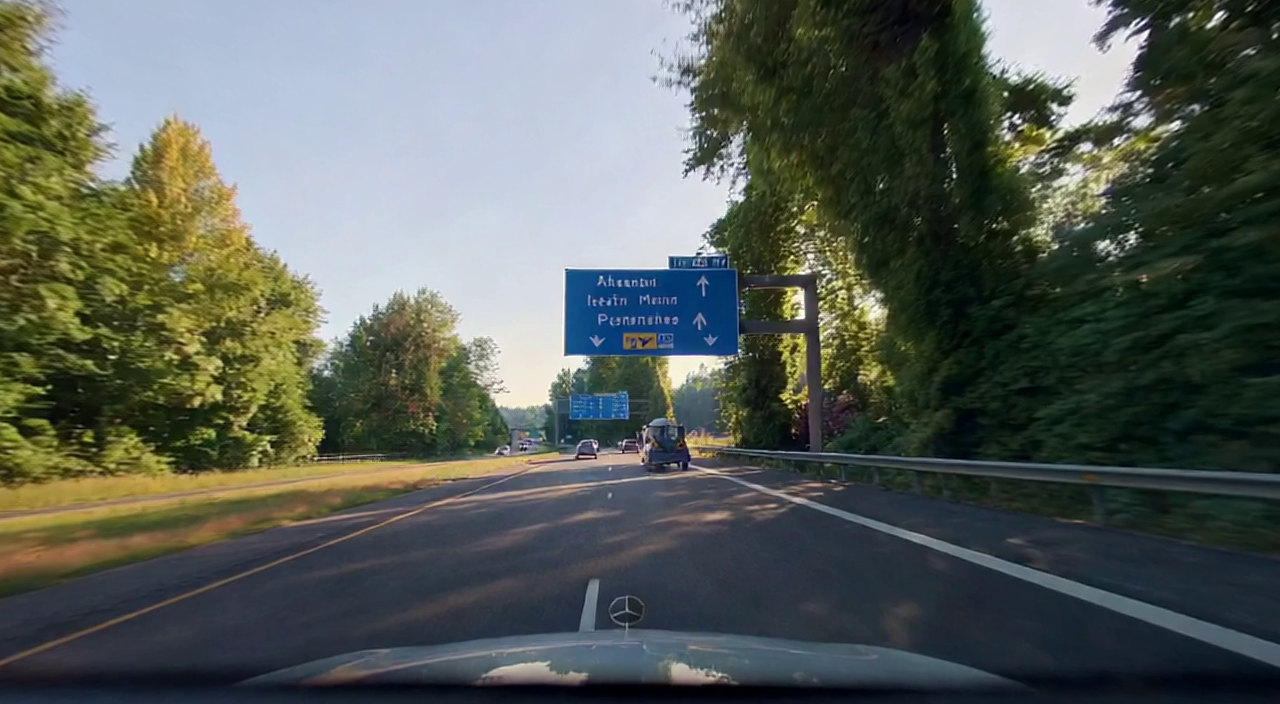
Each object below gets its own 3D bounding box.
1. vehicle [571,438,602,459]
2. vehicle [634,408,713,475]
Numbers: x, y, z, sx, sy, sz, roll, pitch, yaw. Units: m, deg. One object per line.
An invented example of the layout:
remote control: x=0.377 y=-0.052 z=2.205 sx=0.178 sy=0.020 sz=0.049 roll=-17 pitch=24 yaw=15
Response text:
vehicle: x=-3.990 y=7.240 z=47.382 sx=2.114 sy=1.504 sz=3.924 roll=0 pitch=-8 yaw=-2
vehicle: x=1.217 y=3.765 z=26.447 sx=2.677 sy=2.439 sz=6.402 roll=0 pitch=-8 yaw=-3
